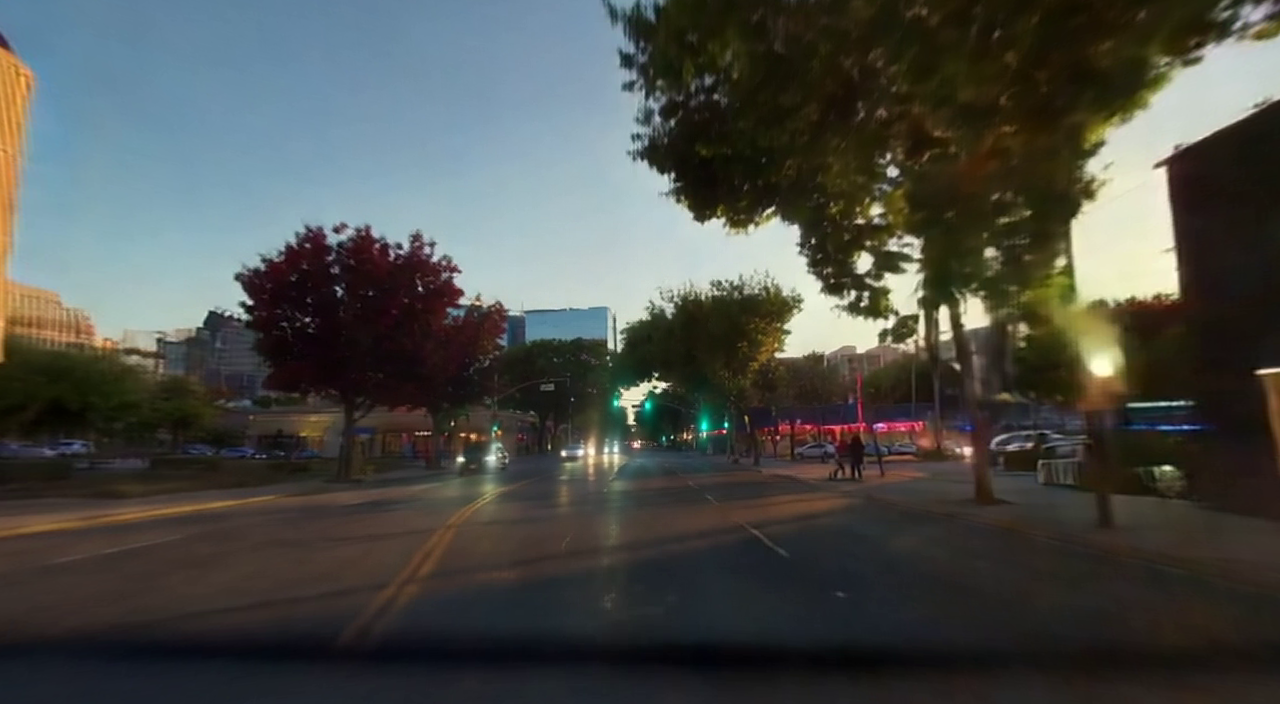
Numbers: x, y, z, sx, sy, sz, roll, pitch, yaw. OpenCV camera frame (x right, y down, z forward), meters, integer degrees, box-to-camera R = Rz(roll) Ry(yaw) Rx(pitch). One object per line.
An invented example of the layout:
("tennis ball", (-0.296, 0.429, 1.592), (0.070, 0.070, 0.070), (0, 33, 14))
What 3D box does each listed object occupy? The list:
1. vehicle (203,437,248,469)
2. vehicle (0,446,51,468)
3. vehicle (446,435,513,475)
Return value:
("vehicle", (-26.328, 6.381, 39.943), (2.099, 1.901, 4.832), (6, -10, -35))
("vehicle", (-42.036, 6.977, 42.053), (4.410, 1.422, 1.812), (-2, -9, 15))
("vehicle", (-8.385, 5.435, 33.470), (2.242, 1.919, 4.922), (0, -8, 0))
